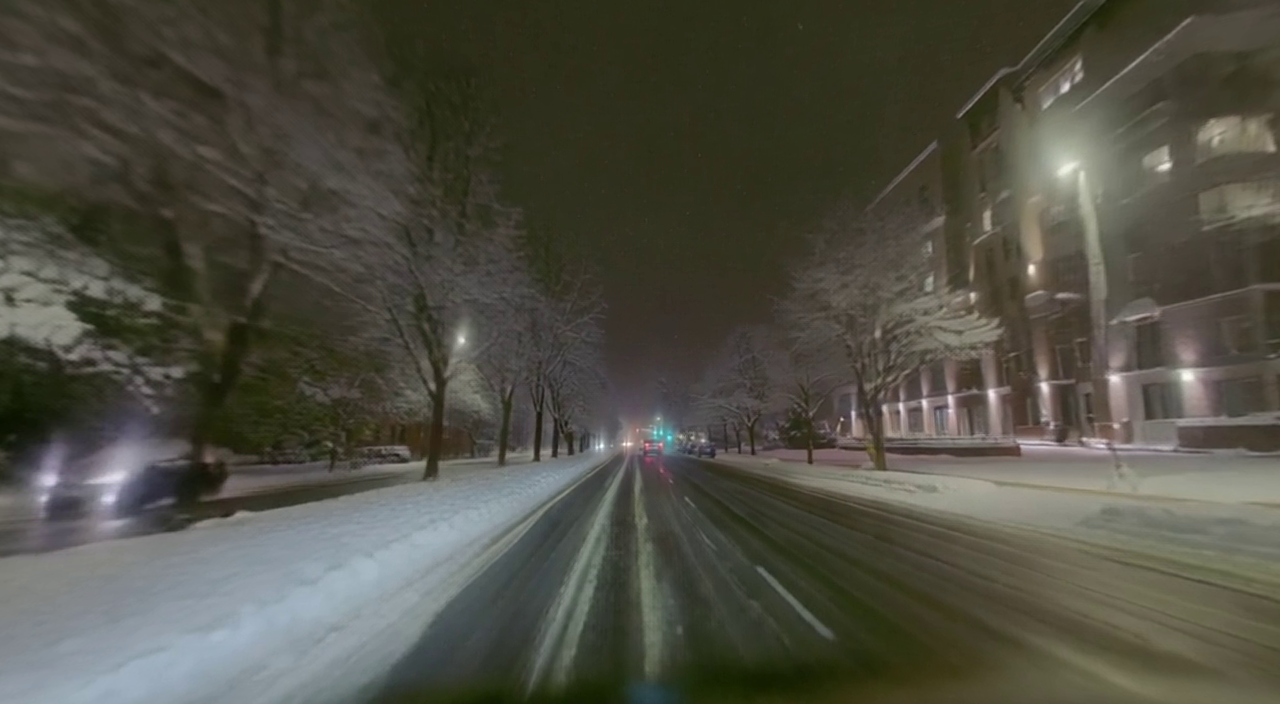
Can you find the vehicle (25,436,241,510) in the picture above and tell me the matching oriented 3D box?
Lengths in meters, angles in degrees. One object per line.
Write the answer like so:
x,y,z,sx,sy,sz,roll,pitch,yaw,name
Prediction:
-15.217,3.619,19.564,2.141,1.942,5.474,0,-8,0,vehicle
